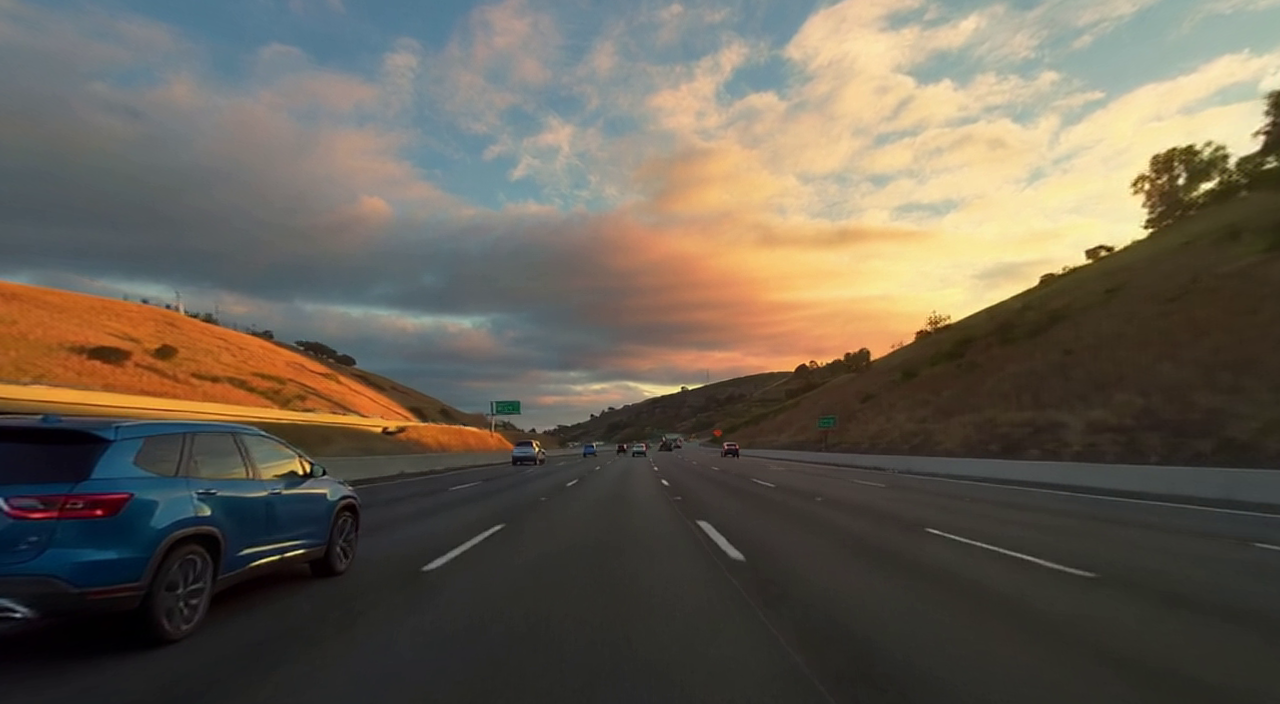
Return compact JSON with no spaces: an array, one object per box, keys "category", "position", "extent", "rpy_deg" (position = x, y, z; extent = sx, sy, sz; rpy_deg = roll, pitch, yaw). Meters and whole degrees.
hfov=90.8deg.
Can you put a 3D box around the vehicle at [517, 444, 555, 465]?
[{"category":"vehicle","position":[-7.910,7.850,48.530],"extent":[2.054,1.474,4.450],"rpy_deg":[0,-9,1]}]

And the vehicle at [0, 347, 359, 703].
[{"category":"vehicle","position":[-3.757,1.005,3.708],"extent":[2.047,1.715,4.689],"rpy_deg":[0,-9,0]}]
